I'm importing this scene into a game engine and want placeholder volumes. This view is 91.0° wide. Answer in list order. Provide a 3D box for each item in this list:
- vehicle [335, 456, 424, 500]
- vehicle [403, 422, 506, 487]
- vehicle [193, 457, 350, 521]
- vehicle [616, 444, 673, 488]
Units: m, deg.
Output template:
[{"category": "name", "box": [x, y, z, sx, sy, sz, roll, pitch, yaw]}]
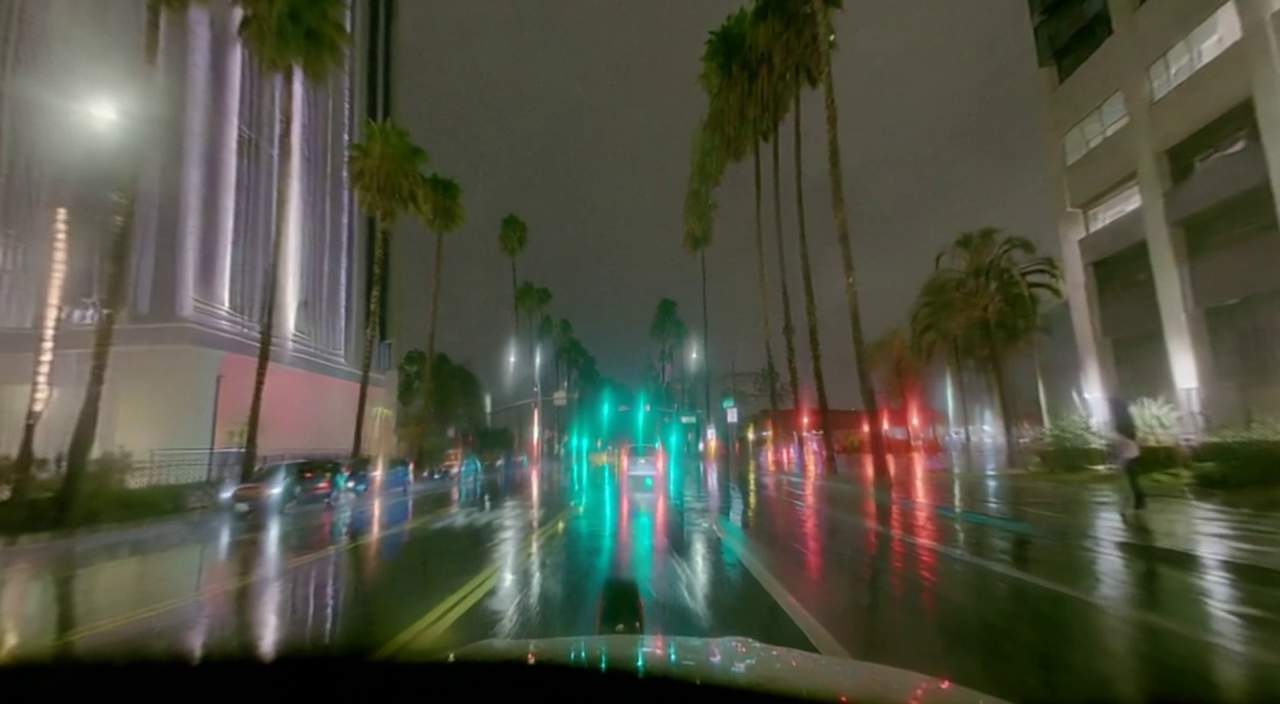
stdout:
[{"category": "vehicle", "box": [-12.006, 5.779, 29.394, 1.981, 1.803, 4.835, 0, -9, 1]}, {"category": "vehicle", "box": [-12.028, 6.838, 42.424, 3.058, 3.443, 12.503, -5, -9, 0]}, {"category": "vehicle", "box": [-12.228, 4.520, 21.391, 2.308, 1.839, 4.793, -1, -9, 2]}, {"category": "vehicle", "box": [0.176, 4.604, 25.735, 2.145, 1.632, 3.972, 0, -9, 1]}]
